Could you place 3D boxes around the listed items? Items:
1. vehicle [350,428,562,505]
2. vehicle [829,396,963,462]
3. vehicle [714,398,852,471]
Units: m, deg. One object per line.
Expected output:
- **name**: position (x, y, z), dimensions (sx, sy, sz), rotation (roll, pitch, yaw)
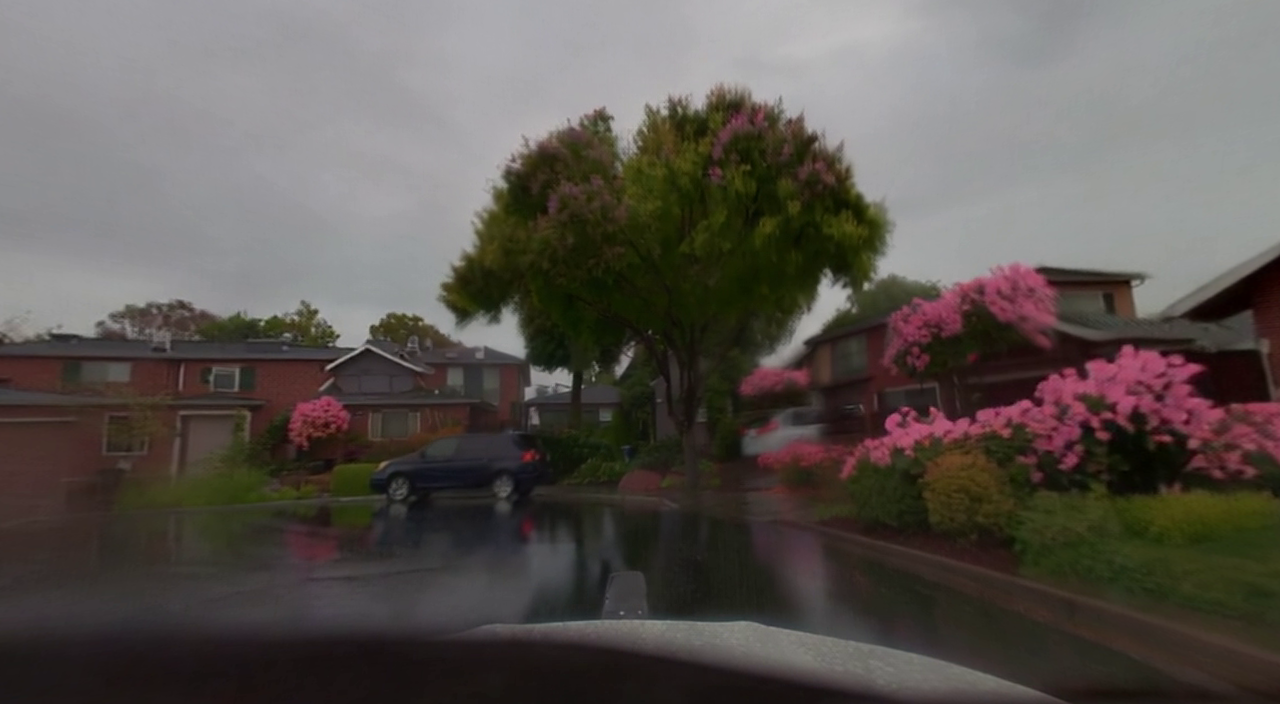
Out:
- **vehicle**: position (-4.703, 2.974, 16.610), dimensions (4.815, 1.827, 2.147), rotation (-2, -9, 9)
- **vehicle**: position (7.973, 2.342, 19.458), dimensions (2.152, 1.773, 4.495), rotation (-9, -10, 44)
- **vehicle**: position (4.612, 2.554, 19.982), dimensions (2.310, 1.701, 4.280), rotation (-10, -6, 41)
